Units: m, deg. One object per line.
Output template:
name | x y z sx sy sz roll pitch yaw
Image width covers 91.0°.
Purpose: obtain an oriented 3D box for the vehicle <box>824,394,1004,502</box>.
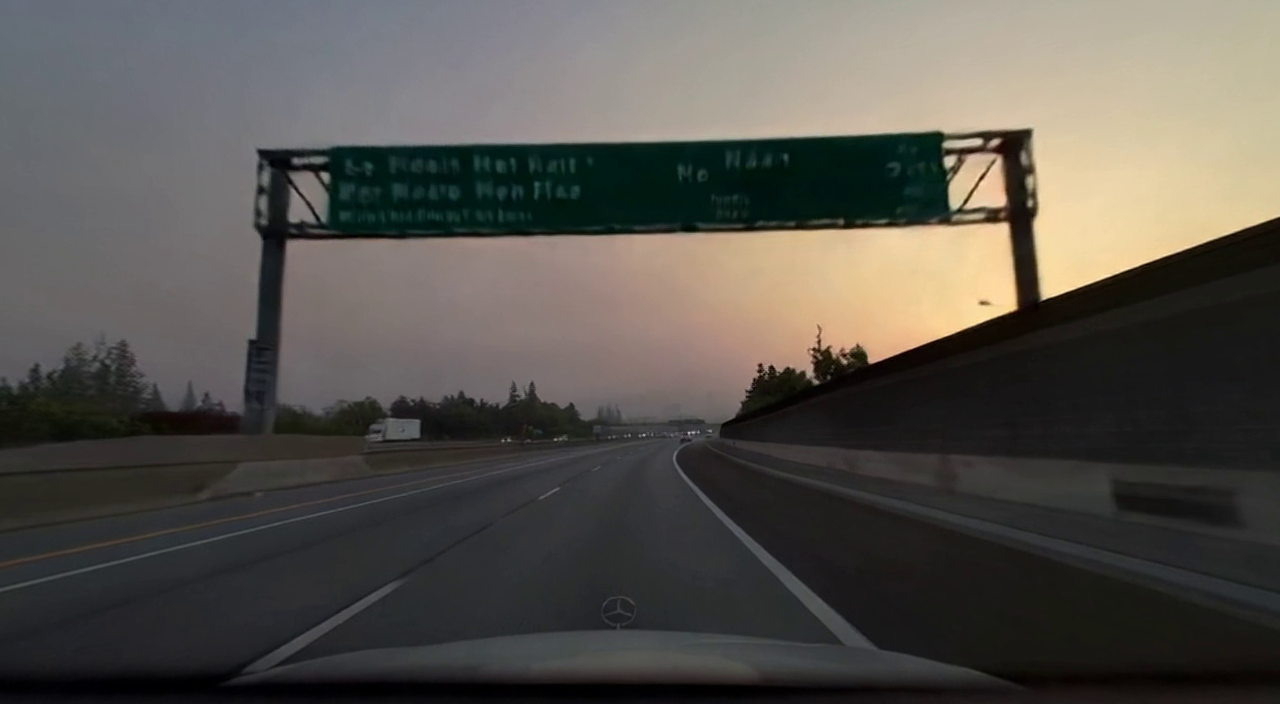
vehicle | 5.761 2.089 13.909 1.914 2.013 4.041 0 -8 -3
